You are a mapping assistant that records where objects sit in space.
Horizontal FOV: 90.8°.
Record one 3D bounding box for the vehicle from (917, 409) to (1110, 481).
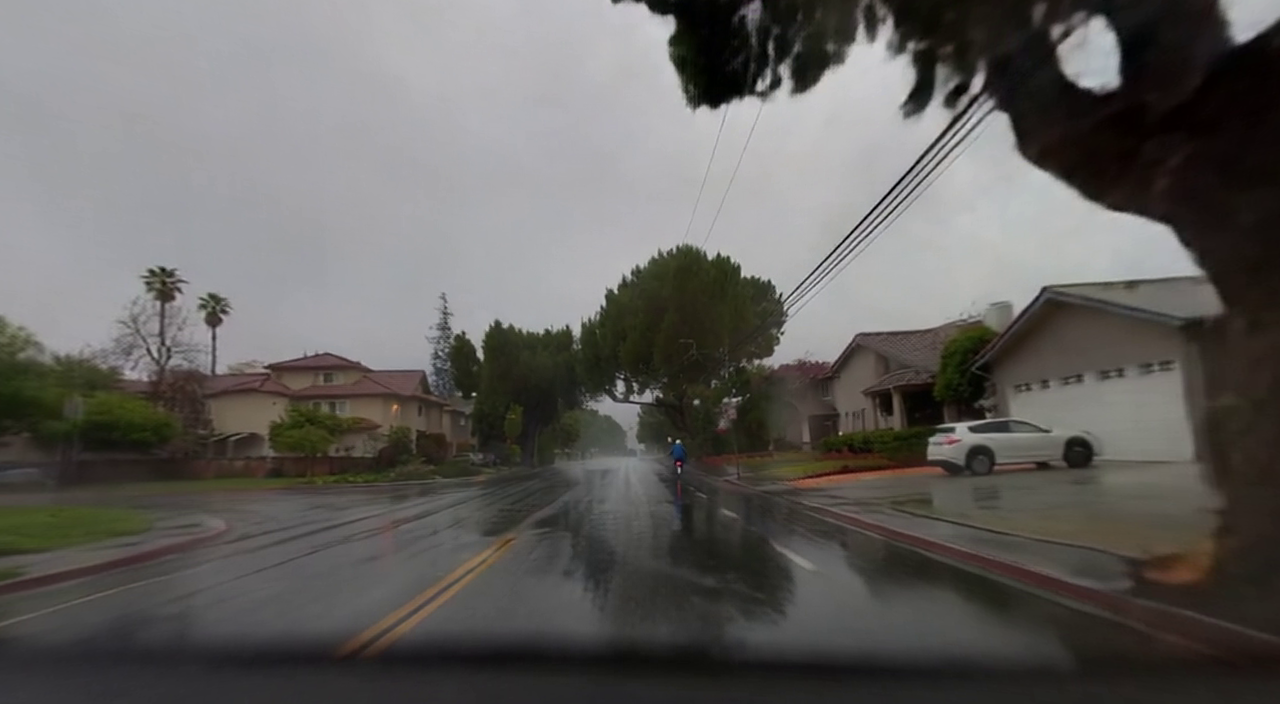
[{"bbox_3d":[10.318,2.606,17.764,4.146,1.866,1.897,-1,-9,6],"label":"vehicle"}]
